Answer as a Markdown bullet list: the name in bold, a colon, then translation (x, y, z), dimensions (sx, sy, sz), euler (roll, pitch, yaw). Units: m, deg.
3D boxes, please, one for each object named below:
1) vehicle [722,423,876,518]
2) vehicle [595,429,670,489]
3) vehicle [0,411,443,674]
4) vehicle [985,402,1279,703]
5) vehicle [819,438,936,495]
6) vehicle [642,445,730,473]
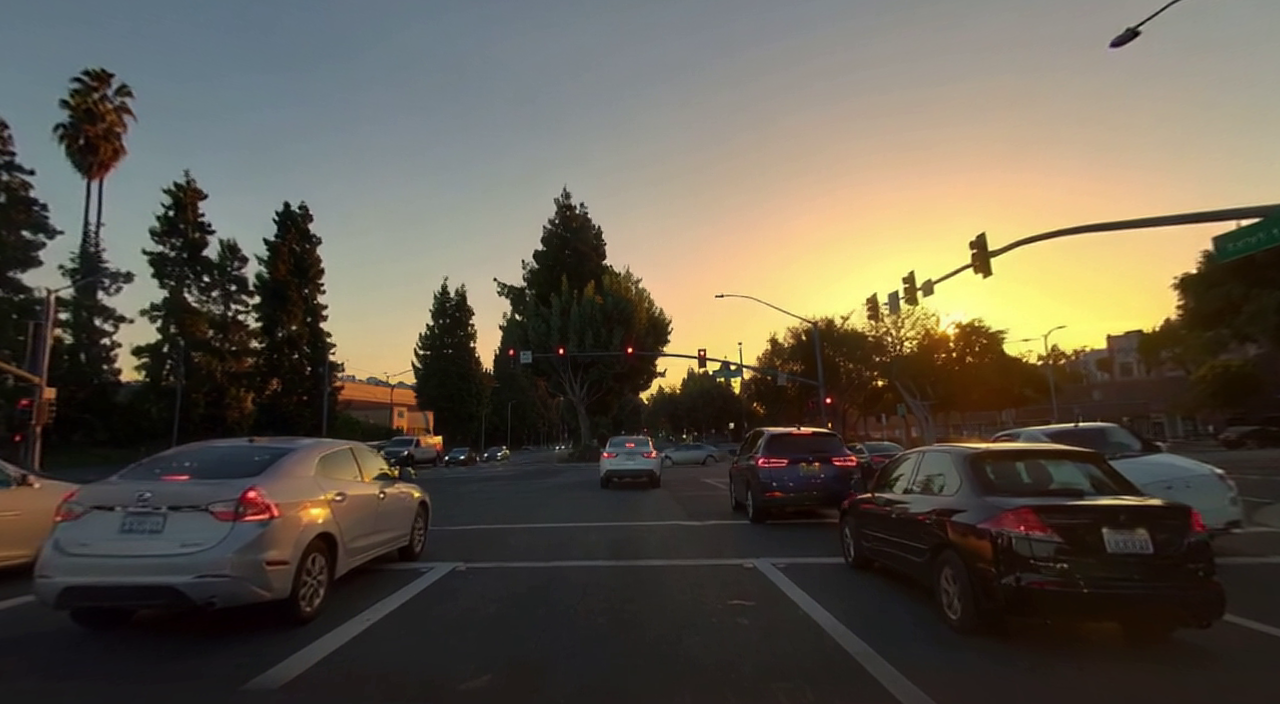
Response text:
- **vehicle**: translation (3.184, 2.484, 13.732), dimensions (2.097, 1.707, 4.461), euler (0, -8, -1)
- **vehicle**: translation (-0.203, 3.472, 20.682), dimensions (2.215, 1.749, 3.976), euler (0, -8, 1)
- **vehicle**: translation (-3.542, 1.414, 5.871), dimensions (1.941, 1.492, 4.399), euler (0, -8, 1)
- **vehicle**: translation (3.130, 0.839, 1.681), dimensions (1.960, 1.460, 4.233), euler (0, -8, -1)
- **vehicle**: translation (6.579, 3.203, 17.998), dimensions (1.847, 1.432, 4.039), euler (0, -8, 2)
- **vehicle**: translation (2.183, 5.231, 30.925), dimensions (4.094, 1.328, 1.700), euler (0, -8, -4)
